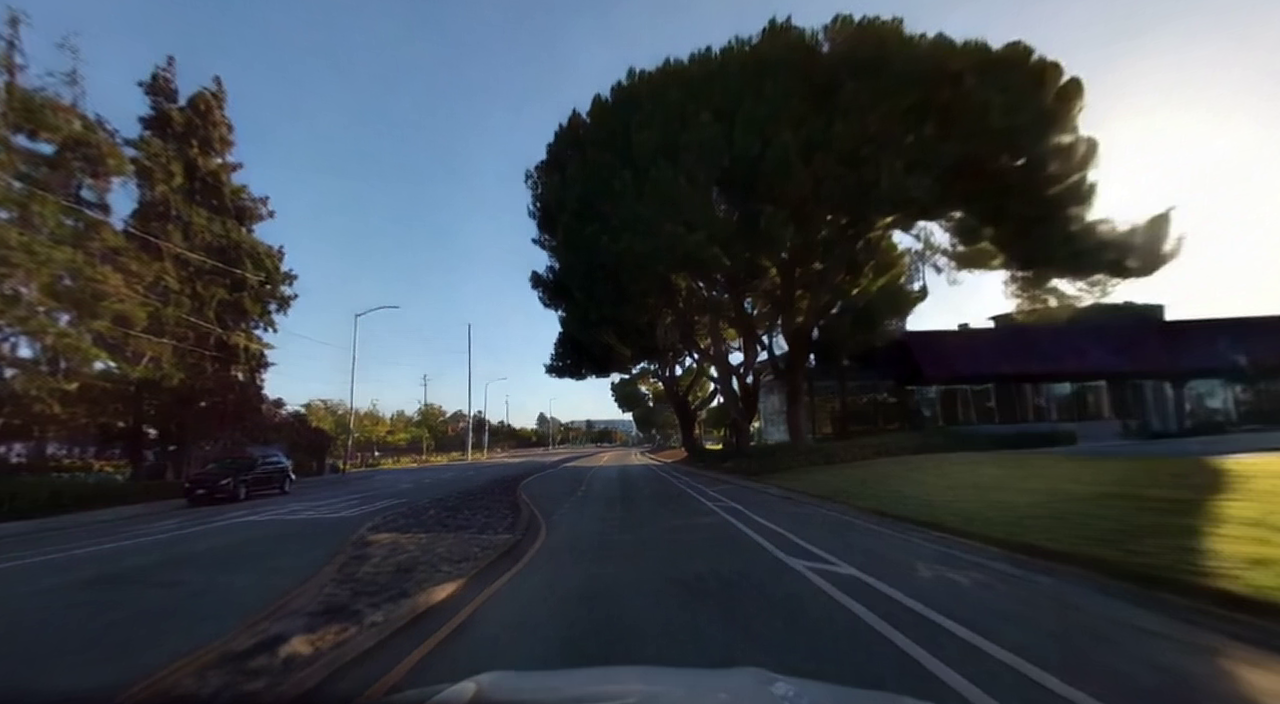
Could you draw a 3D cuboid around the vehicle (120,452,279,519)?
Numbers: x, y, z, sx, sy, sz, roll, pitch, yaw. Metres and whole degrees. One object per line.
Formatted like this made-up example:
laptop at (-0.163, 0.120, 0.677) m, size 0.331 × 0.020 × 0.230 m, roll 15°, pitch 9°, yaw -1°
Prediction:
vehicle at (-13.076, 3.944, 19.093) m, size 1.952 × 1.632 × 4.200 m, roll -5°, pitch -9°, yaw -2°
